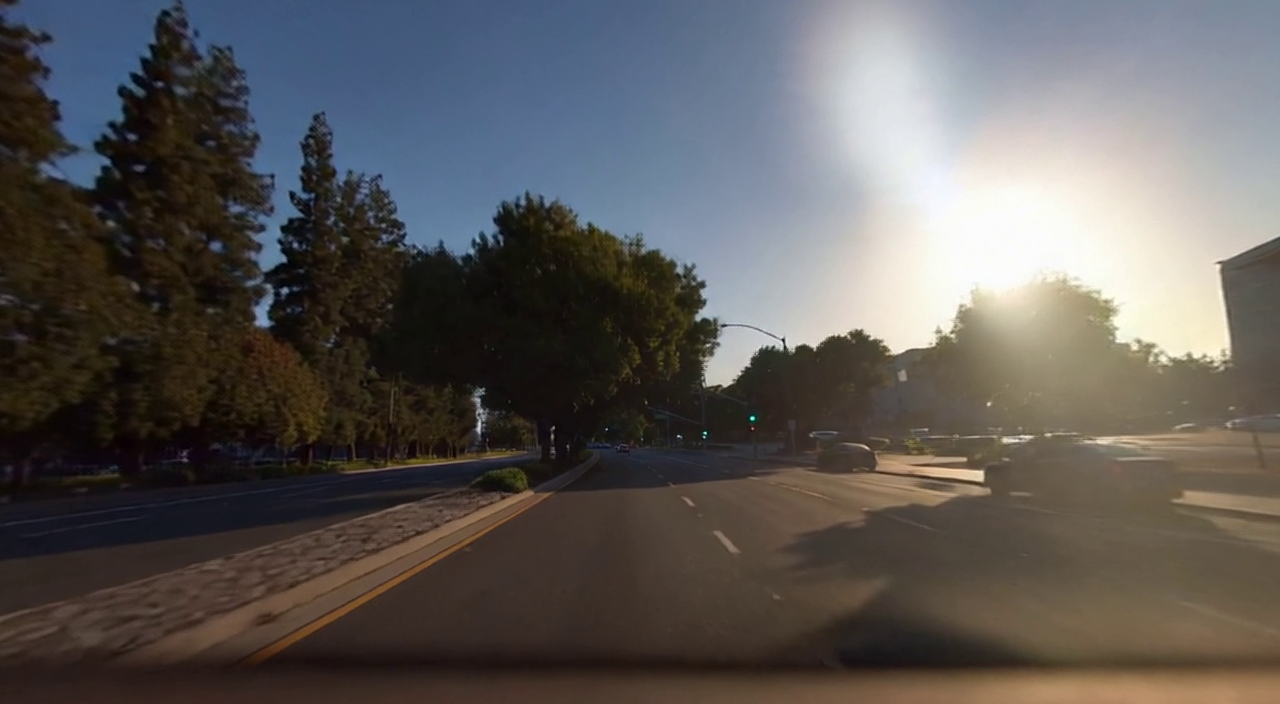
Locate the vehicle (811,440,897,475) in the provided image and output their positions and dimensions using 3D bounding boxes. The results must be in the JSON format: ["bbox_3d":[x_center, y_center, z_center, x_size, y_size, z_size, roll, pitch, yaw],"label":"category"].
[{"bbox_3d":[10.330,5.156,30.969,2.034,1.551,5.228,1,-9,-5],"label":"vehicle"}]

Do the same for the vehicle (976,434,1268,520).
[{"bbox_3d":[10.269,2.694,14.295,2.109,1.533,5.664,0,-9,-1],"label":"vehicle"}]

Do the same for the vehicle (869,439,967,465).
[{"bbox_3d":[16.890,6.097,38.477,4.985,1.484,2.150,1,-9,-3],"label":"vehicle"}]
